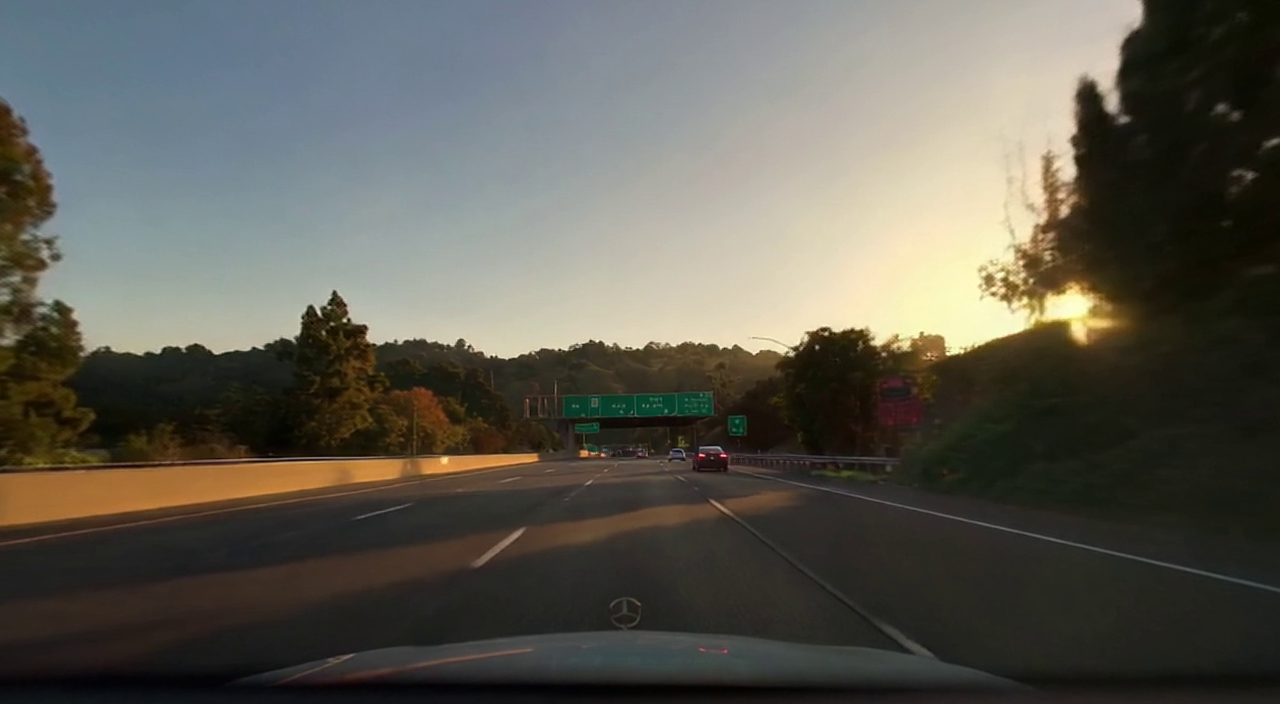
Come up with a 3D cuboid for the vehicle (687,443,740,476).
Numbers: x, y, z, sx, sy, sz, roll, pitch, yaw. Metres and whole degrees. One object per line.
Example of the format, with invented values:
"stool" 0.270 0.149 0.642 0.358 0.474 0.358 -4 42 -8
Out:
"vehicle" 3.585 5.360 31.550 2.033 1.501 4.398 0 -9 -1
